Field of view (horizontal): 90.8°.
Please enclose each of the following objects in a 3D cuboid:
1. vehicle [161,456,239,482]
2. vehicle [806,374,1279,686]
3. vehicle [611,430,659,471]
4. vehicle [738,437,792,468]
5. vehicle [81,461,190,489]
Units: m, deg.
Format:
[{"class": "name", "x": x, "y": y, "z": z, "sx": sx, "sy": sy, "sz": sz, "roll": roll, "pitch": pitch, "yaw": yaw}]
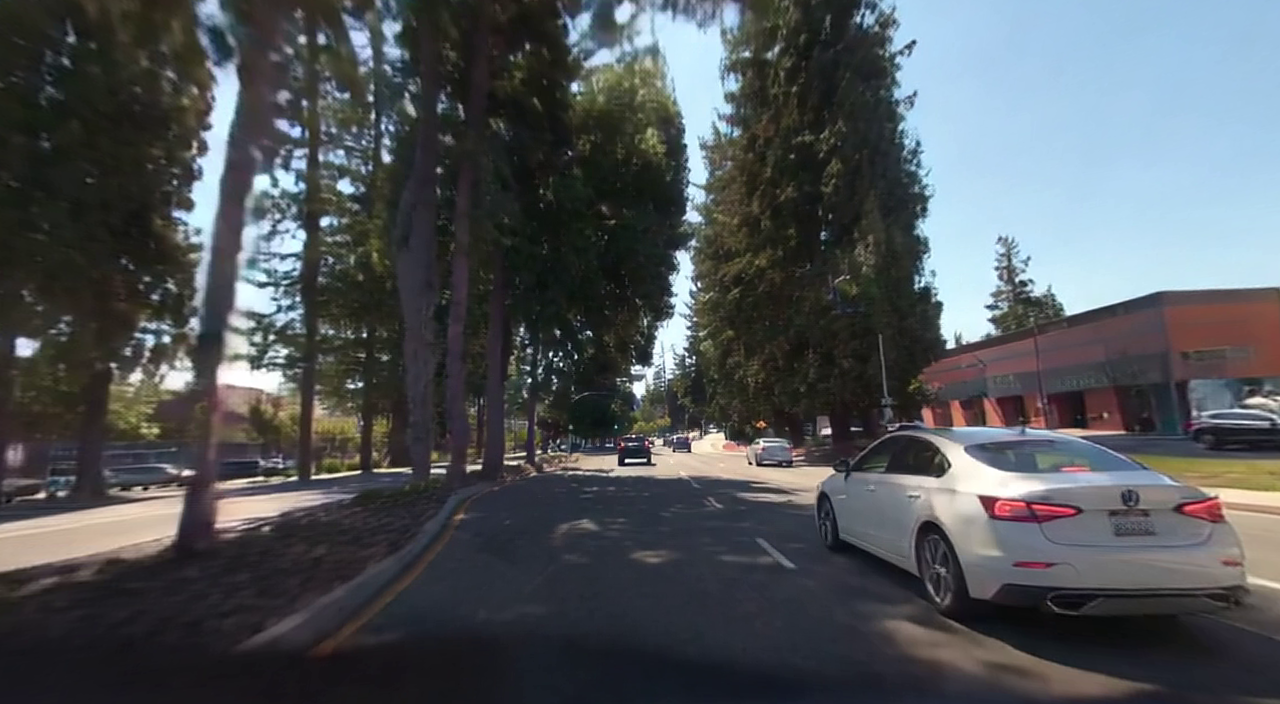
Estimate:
[{"class": "vehicle", "x": -30.267, "y": 8.051, "z": 43.536, "sx": 4.058, "sy": 1.535, "sz": 1.826, "roll": -2, "pitch": -8, "yaw": -1}, {"class": "vehicle", "x": 3.196, "y": 1.273, "z": 5.685, "sx": 2.153, "sy": 1.658, "sz": 4.485, "roll": 0, "pitch": -8, "yaw": 0}, {"class": "vehicle", "x": -0.217, "y": 4.692, "z": 30.127, "sx": 2.106, "sy": 1.798, "sz": 4.168, "roll": 0, "pitch": -8, "yaw": 0}, {"class": "vehicle", "x": 6.306, "y": 5.111, "z": 32.290, "sx": 1.883, "sy": 1.452, "sz": 4.258, "roll": 0, "pitch": -8, "yaw": 0}, {"class": "vehicle", "x": -29.976, "y": 7.297, "z": 37.631, "sx": 4.689, "sy": 1.535, "sz": 2.042, "roll": 0, "pitch": -8, "yaw": -1}]
